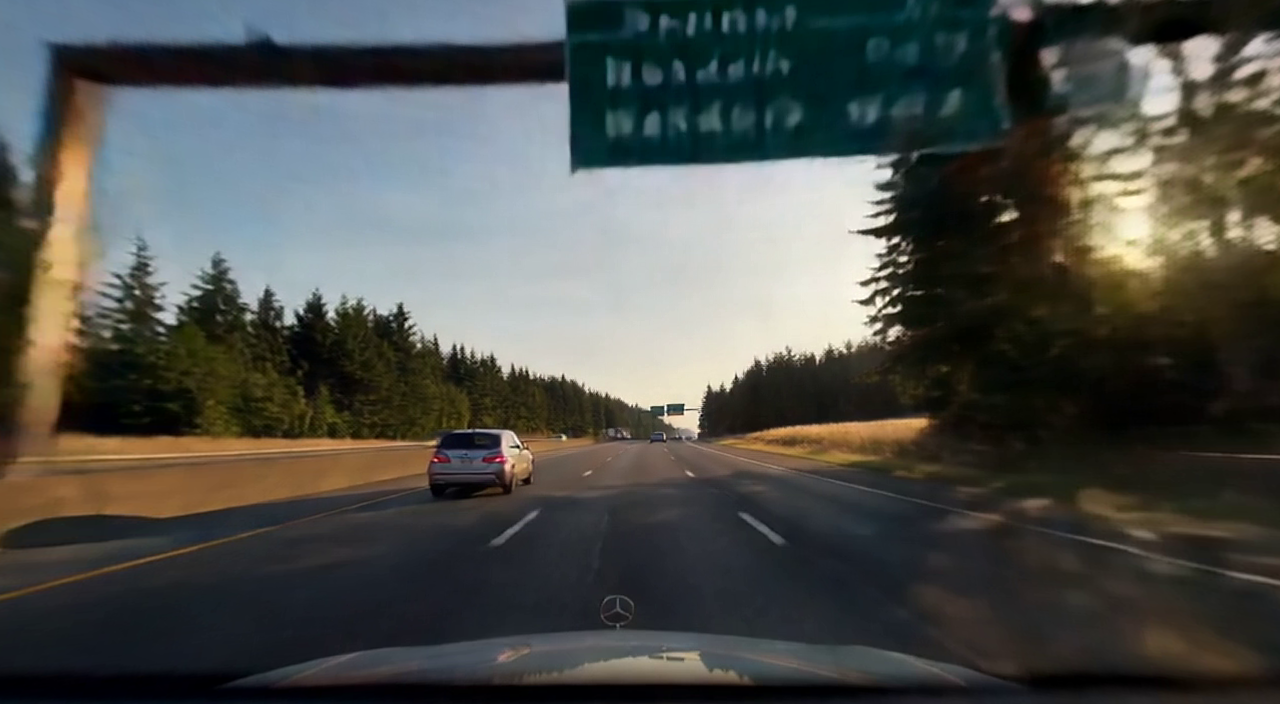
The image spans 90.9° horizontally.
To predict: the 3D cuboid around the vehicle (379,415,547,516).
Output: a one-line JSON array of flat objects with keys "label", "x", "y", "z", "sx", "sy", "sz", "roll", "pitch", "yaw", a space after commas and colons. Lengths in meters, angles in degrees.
[{"label": "vehicle", "x": -3.212, "y": 2.145, "z": 12.443, "sx": 2.084, "sy": 1.654, "sz": 4.080, "roll": 0, "pitch": -8, "yaw": 1}]
